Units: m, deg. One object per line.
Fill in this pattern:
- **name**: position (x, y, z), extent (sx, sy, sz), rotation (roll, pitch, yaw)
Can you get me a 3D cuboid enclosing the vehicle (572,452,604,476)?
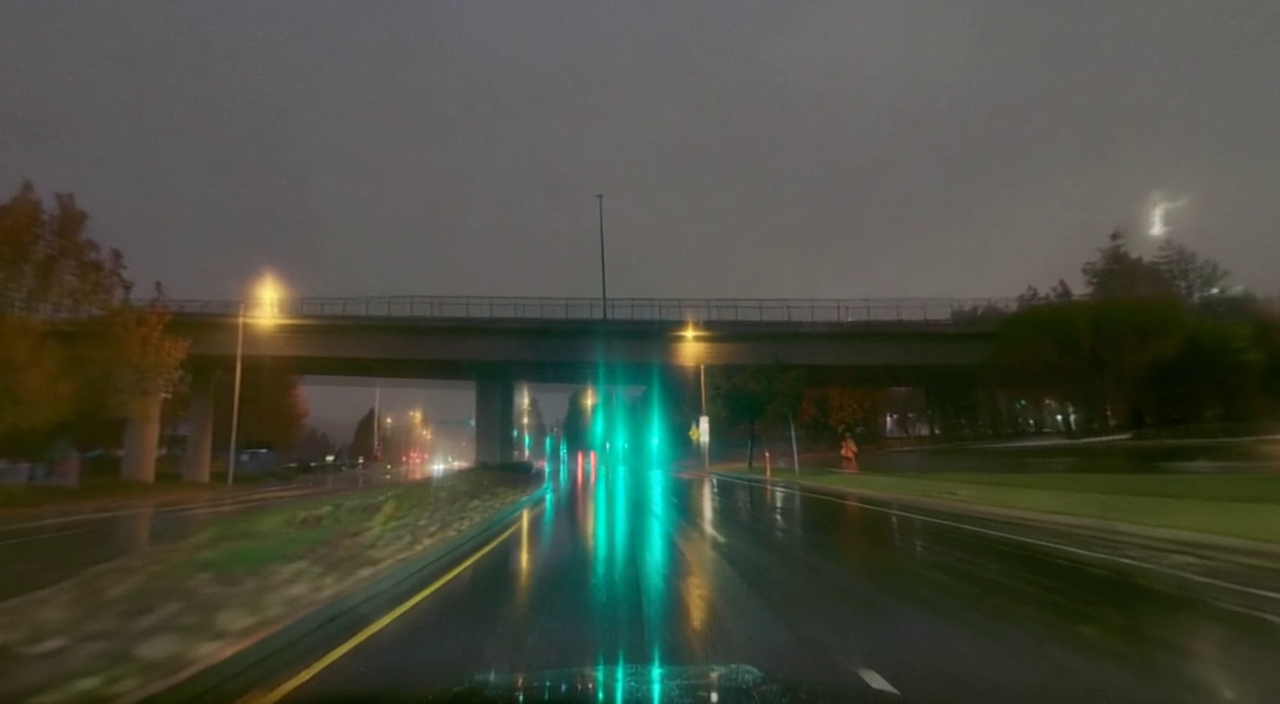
- **vehicle**: position (-4.092, 8.655, 49.150), extent (2.184, 1.713, 4.231), rotation (1, -9, -9)
